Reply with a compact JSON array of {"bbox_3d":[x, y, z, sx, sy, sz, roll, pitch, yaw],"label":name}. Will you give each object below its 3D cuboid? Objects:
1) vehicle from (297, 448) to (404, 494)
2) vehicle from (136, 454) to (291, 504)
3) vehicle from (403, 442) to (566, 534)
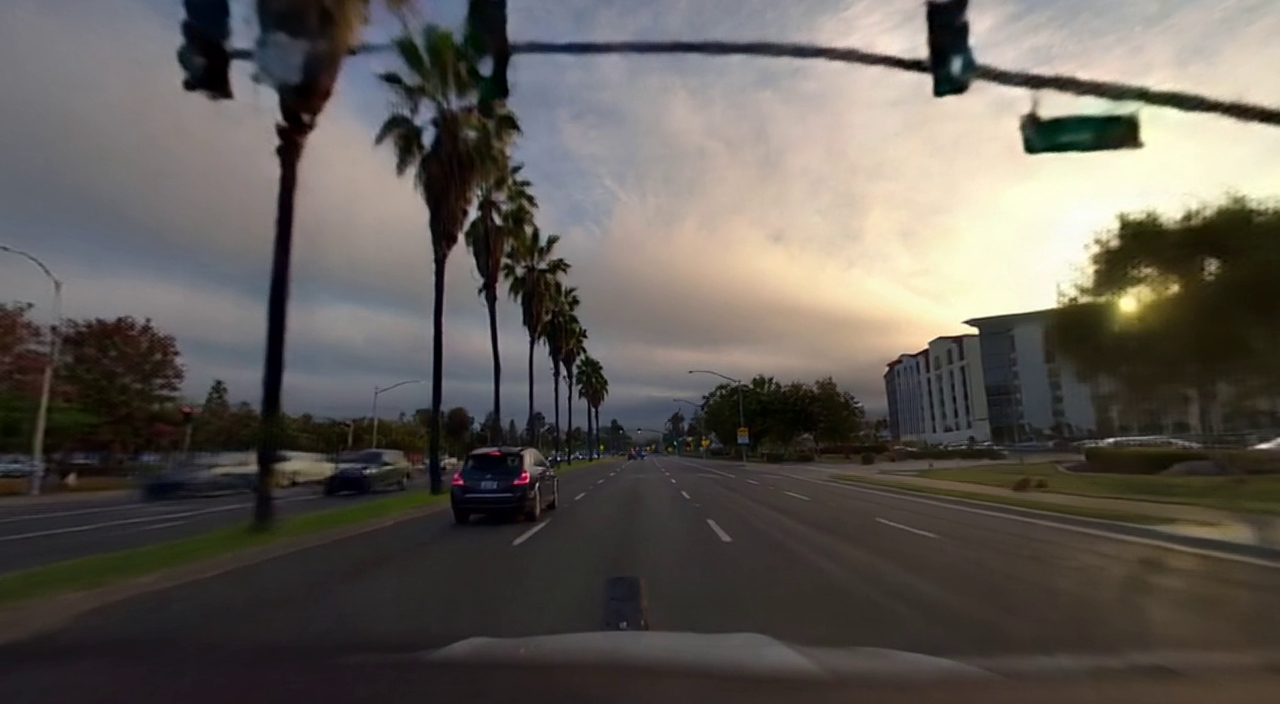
[{"bbox_3d":[-11.277,4.623,24.916,2.134,1.623,4.279,0,-8,1],"label":"vehicle"},{"bbox_3d":[-14.636,4.362,22.065,2.064,1.475,4.681,0,-8,2],"label":"vehicle"},{"bbox_3d":[-2.956,2.699,13.273,2.162,1.549,4.795,0,-8,1],"label":"vehicle"}]
